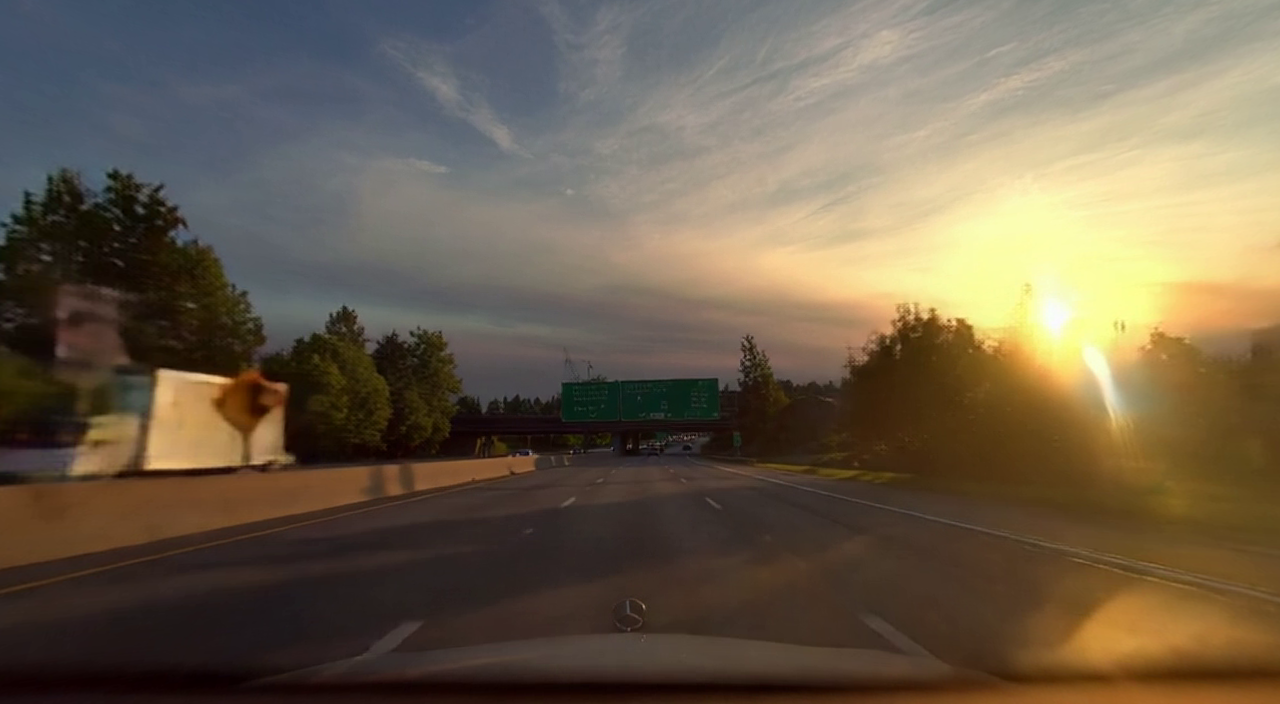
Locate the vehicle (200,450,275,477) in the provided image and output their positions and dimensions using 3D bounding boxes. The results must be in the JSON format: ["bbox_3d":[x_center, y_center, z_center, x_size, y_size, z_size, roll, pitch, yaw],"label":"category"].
[{"bbox_3d":[-25.726,7.134,40.461,1.909,1.600,4.553,0,-9,-2],"label":"vehicle"}]
